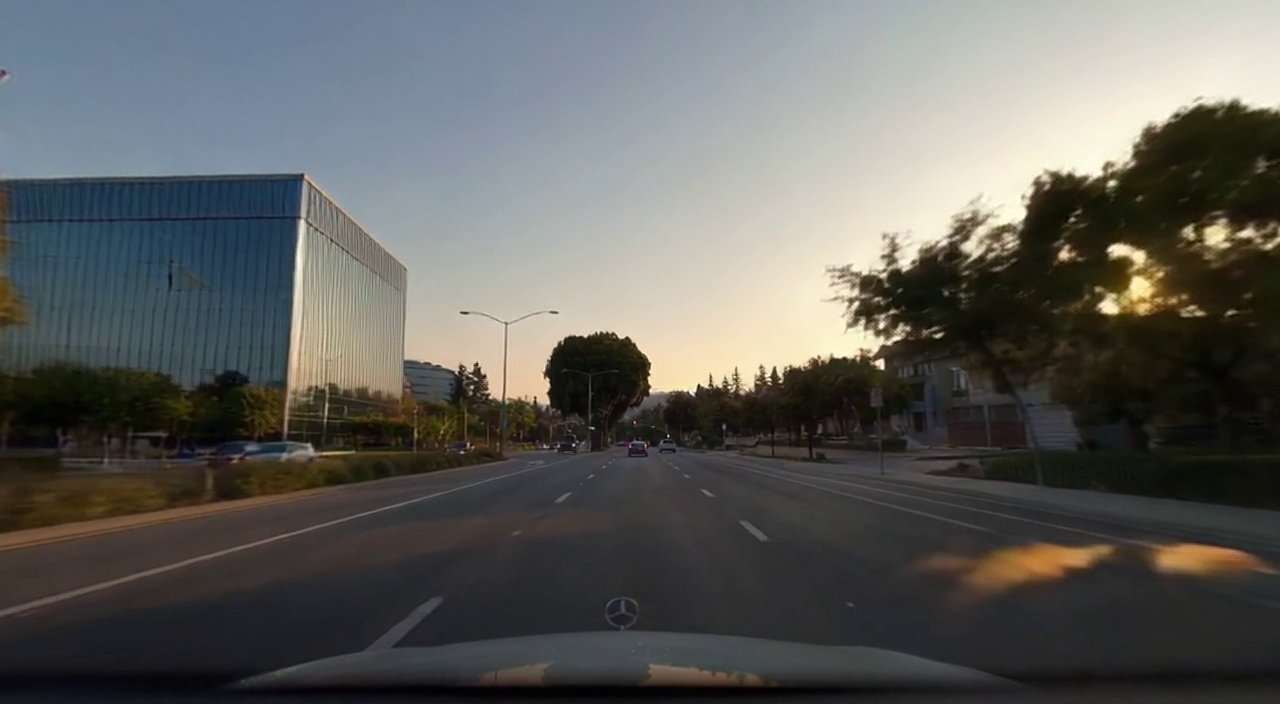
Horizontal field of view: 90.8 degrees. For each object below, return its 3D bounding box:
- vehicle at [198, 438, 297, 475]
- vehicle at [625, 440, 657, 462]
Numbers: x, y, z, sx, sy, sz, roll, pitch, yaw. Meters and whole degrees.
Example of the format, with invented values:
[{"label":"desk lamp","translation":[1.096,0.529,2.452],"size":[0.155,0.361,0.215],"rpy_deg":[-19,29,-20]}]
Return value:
[{"label":"vehicle","translation":[-21.253,5.667,34.531],"size":[2.308,1.840,5.236],"rpy_deg":[1,-8,-4]},{"label":"vehicle","translation":[0.035,6.859,43.878],"size":[2.080,1.445,4.096],"rpy_deg":[0,-8,-1]}]
